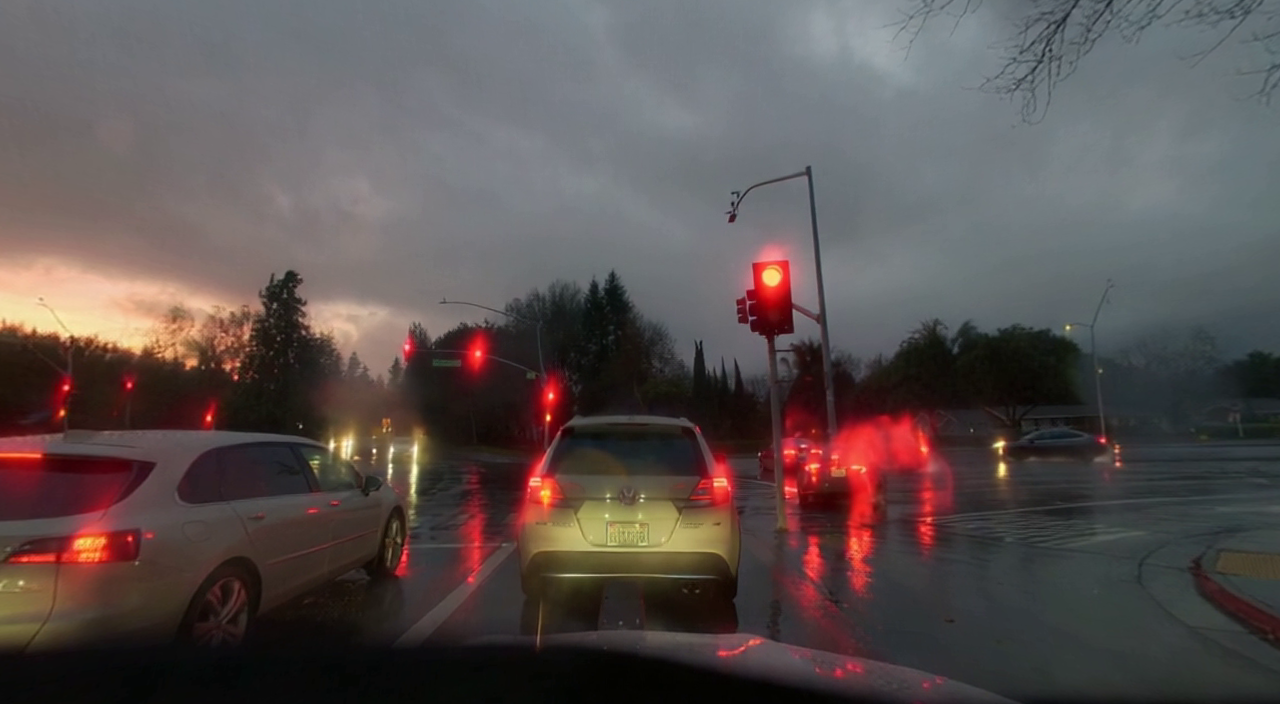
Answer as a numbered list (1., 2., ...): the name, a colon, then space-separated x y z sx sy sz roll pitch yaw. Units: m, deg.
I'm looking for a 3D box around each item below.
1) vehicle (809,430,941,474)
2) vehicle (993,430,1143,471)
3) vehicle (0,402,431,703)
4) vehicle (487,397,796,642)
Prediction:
1. vehicle: 9.927 4.277 27.089 4.887 1.769 2.035 -1 -9 6
2. vehicle: 17.625 4.090 26.241 4.670 1.616 1.926 -1 -9 6
3. vehicle: -3.284 1.271 4.693 2.035 1.492 4.415 0 -9 -1
4. vehicle: -0.130 1.468 6.552 2.154 1.670 4.140 1 -9 -4
